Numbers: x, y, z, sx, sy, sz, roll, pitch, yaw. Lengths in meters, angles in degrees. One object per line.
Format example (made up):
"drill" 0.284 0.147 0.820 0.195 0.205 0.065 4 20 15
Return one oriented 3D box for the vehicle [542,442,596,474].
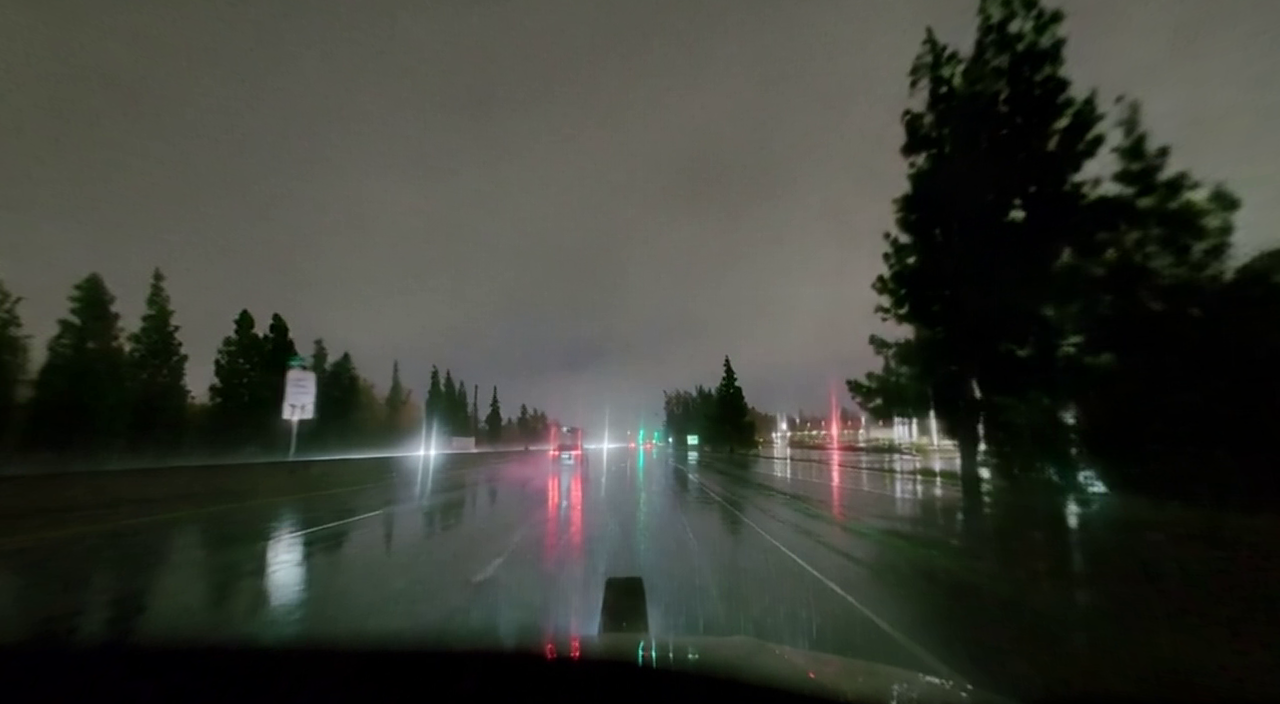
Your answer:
"vehicle" -3.445 5.224 31.353 2.128 1.450 4.078 -1 -9 1
